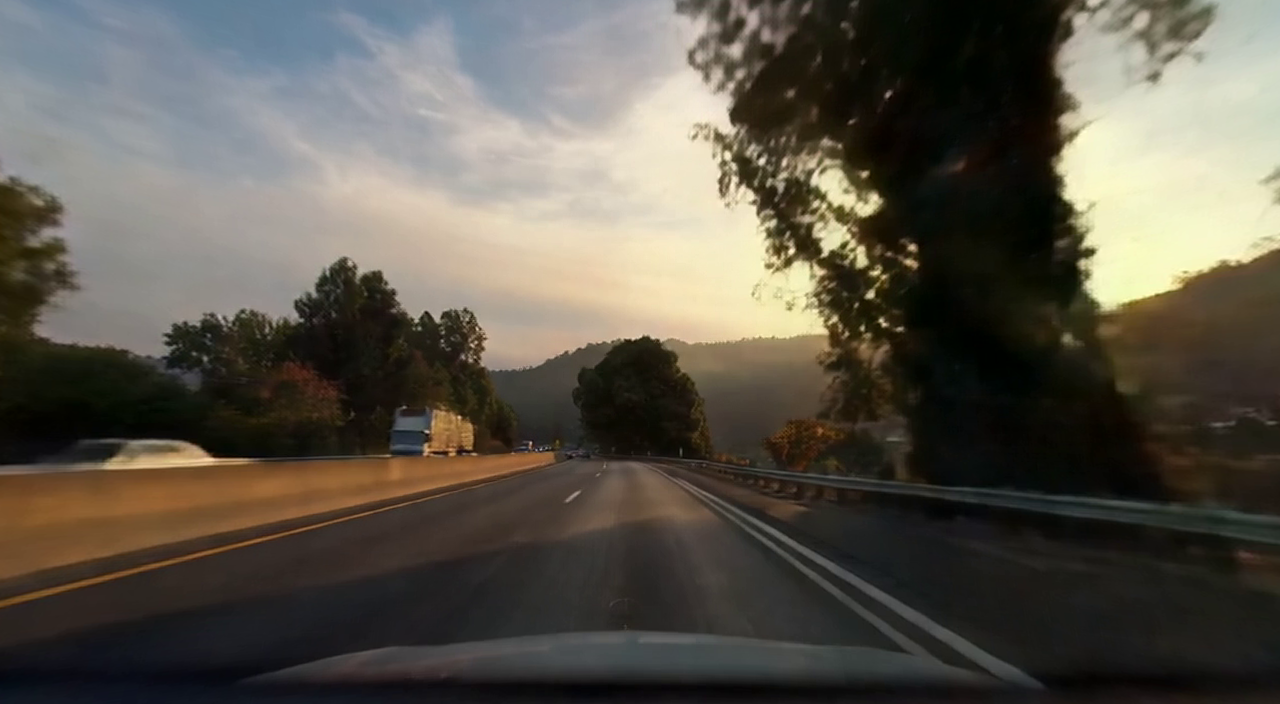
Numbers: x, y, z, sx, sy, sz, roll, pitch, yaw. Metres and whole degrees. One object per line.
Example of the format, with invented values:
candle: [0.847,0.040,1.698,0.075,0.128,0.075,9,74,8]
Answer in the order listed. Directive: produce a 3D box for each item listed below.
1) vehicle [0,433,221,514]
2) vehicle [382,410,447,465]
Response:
vehicle: [-12.012,2.615,13.996,2.540,1.509,4.188,0,-9,-1]
vehicle: [-17.214,6.667,48.528,3.031,3.950,5.826,0,-9,-3]
